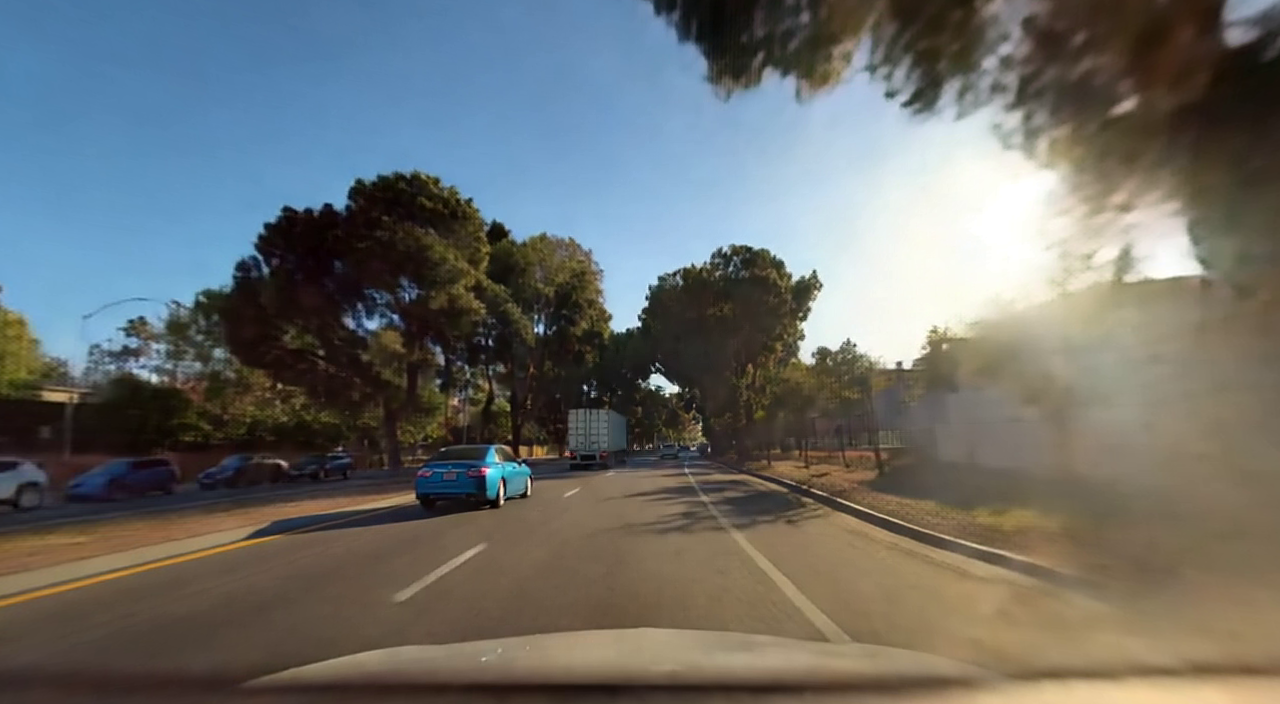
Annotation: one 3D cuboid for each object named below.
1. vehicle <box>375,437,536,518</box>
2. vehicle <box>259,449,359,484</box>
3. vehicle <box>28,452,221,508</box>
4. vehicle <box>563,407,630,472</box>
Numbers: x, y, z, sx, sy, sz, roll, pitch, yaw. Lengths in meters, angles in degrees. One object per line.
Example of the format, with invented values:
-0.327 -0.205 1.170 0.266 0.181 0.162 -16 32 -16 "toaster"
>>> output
-3.751 2.645 13.752 2.005 1.462 4.345 -1 -9 3 "vehicle"
-15.149 5.265 29.218 1.934 1.466 4.697 -1 -9 3 "vehicle"
-15.401 3.808 19.283 1.837 1.464 4.728 0 -9 1 "vehicle"
-2.274 5.095 36.319 2.746 3.276 8.572 -1 -9 3 "vehicle"
